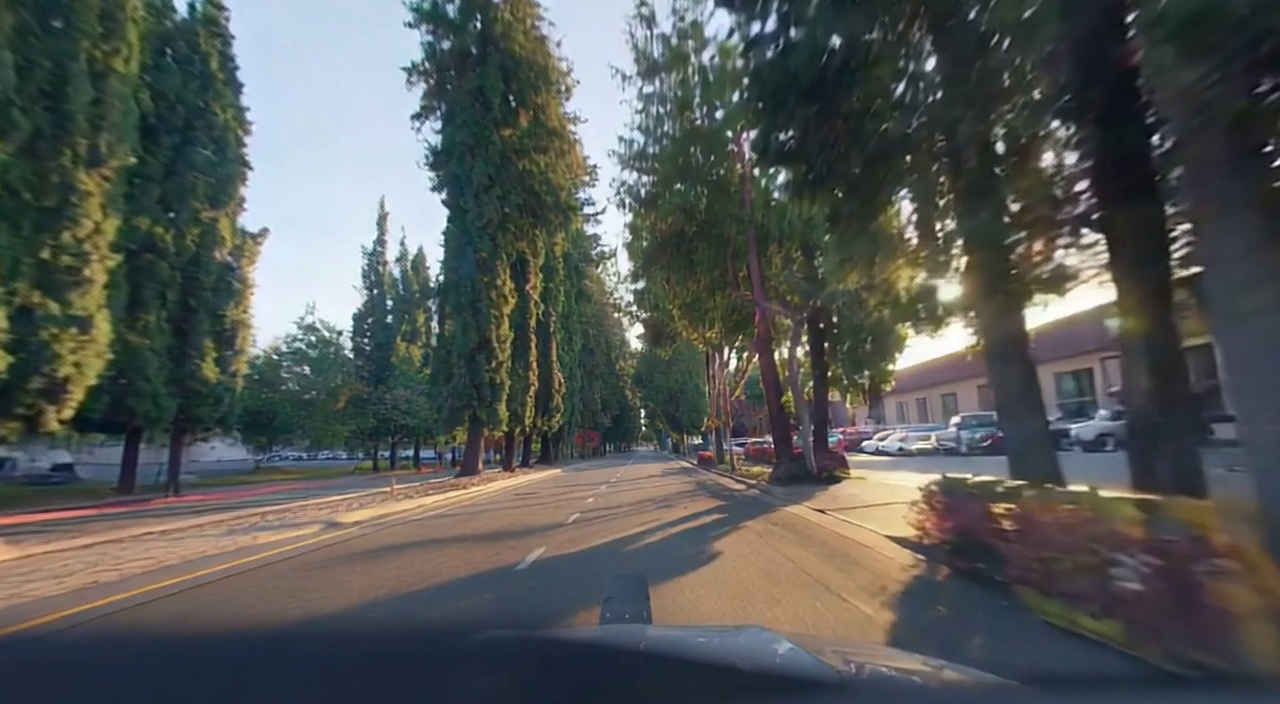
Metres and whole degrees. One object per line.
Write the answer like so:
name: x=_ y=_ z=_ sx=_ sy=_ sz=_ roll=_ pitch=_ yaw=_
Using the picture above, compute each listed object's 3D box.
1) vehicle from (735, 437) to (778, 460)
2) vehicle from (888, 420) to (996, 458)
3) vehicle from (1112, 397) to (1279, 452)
vehicle: x=8.304 y=6.929 z=45.328 sx=2.056 sy=1.449 sz=4.679 roll=-1 pitch=-8 yaw=-2
vehicle: x=14.816 y=4.312 z=30.974 sx=4.387 sy=1.532 sz=1.930 roll=-9 pitch=-12 yaw=34
vehicle: x=19.905 y=2.631 z=22.480 sx=4.419 sy=1.603 sz=1.930 roll=-7 pitch=-10 yaw=23
